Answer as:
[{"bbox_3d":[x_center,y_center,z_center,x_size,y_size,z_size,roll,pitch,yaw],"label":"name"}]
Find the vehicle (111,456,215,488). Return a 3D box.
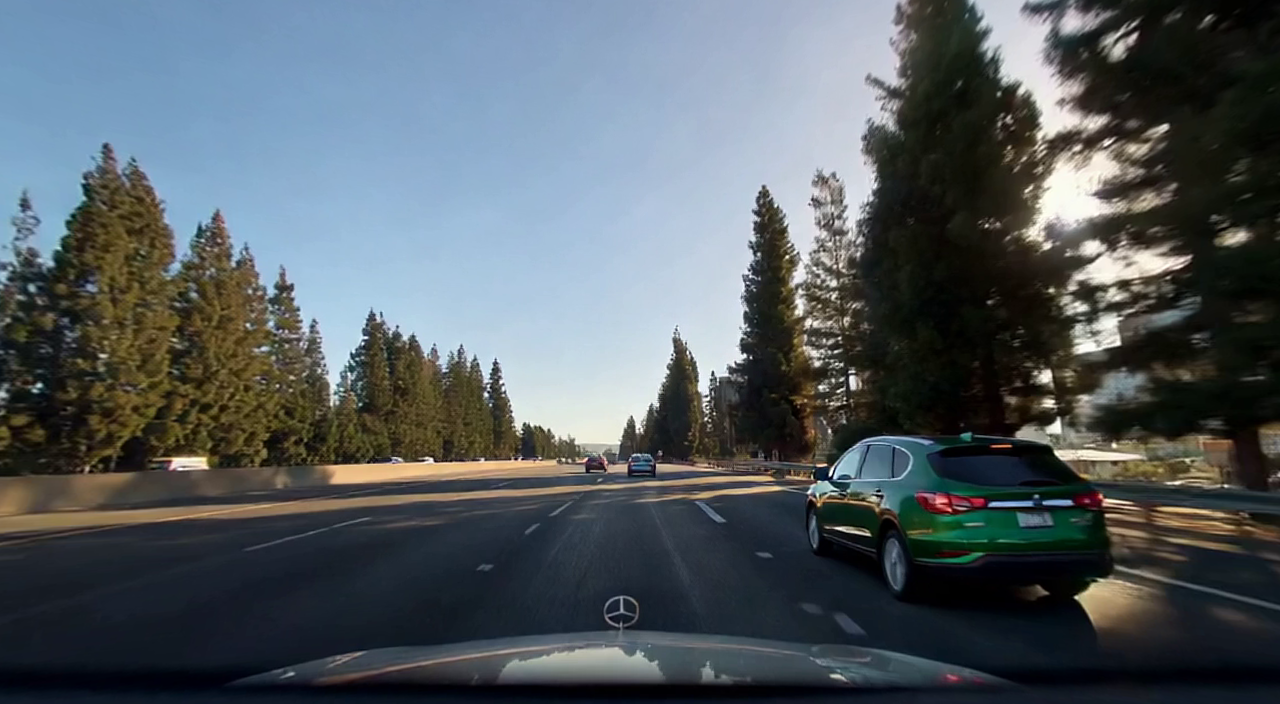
[{"bbox_3d":[-26.913,6.772,35.762,2.124,1.616,4.886,0,-9,0],"label":"vehicle"}]

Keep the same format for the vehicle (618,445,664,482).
[{"bbox_3d":[0.030,5.982,34.073,2.302,1.810,4.707,0,-9,-1],"label":"vehicle"}]

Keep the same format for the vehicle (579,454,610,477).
[{"bbox_3d":[-3.481,8.699,48.464,2.049,1.659,4.183,0,-9,1],"label":"vehicle"}]
